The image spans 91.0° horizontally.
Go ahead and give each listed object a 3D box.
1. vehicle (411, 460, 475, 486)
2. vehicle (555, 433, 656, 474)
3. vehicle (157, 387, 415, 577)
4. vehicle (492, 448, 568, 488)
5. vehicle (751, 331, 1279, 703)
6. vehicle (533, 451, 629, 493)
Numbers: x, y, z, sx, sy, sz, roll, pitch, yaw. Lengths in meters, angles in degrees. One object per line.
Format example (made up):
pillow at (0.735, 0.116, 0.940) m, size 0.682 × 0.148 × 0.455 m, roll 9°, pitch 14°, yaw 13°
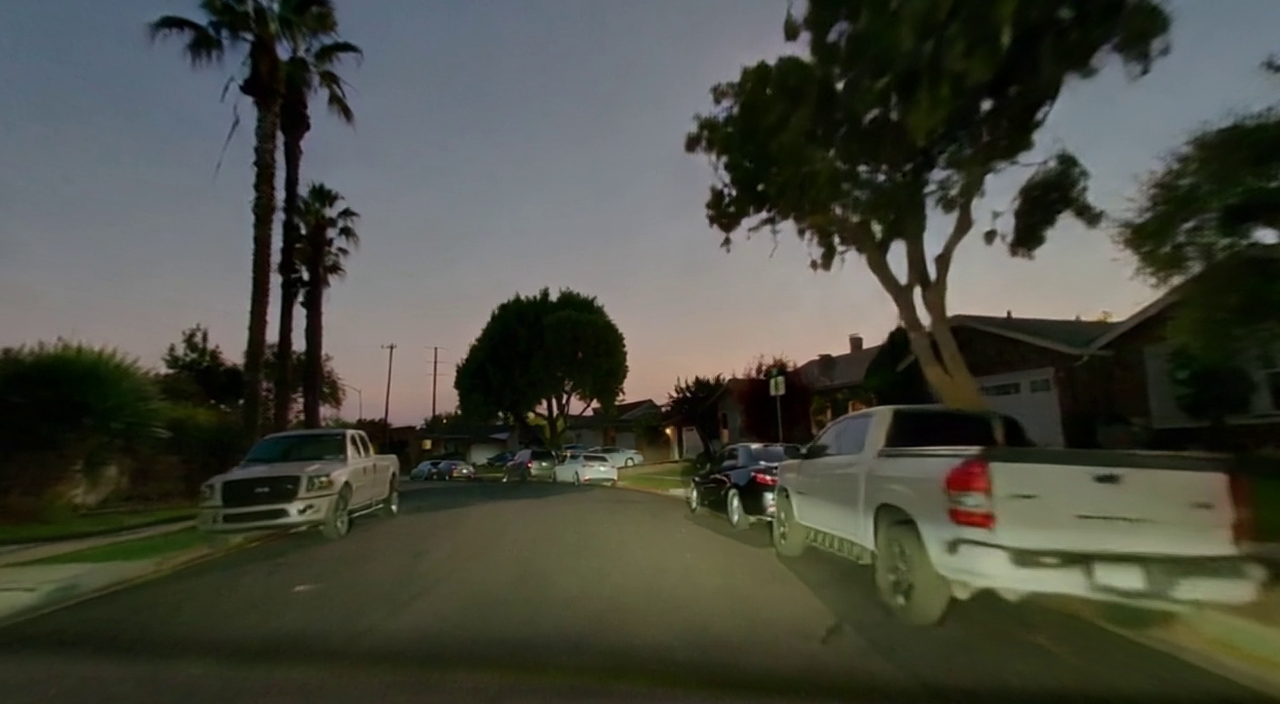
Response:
vehicle at (-13.008, 7.878, 41.331) m, size 2.006 × 1.484 × 4.768 m, roll 8°, pitch -12°, yaw -44°
vehicle at (-2.033, 5.996, 37.286) m, size 5.510 × 2.121 × 2.129 m, roll -1°, pitch -9°, yaw 16°
vehicle at (-5.984, 2.238, 11.740) m, size 2.337 × 2.289 × 6.092 m, roll -6°, pitch -8°, yaw -12°
vehicle at (-5.475, 5.631, 30.870) m, size 1.918 × 1.753 × 4.655 m, roll 5°, pitch -10°, yaw -32°
vehicle at (2.745, 1.240, 5.872) m, size 2.139 × 1.997 × 4.864 m, roll 1°, pitch -8°, yaw -5°
vehicle at (-2.570, 4.885, 26.167) m, size 2.108 × 1.503 × 4.977 m, roll 5°, pitch -10°, yaw -29°
